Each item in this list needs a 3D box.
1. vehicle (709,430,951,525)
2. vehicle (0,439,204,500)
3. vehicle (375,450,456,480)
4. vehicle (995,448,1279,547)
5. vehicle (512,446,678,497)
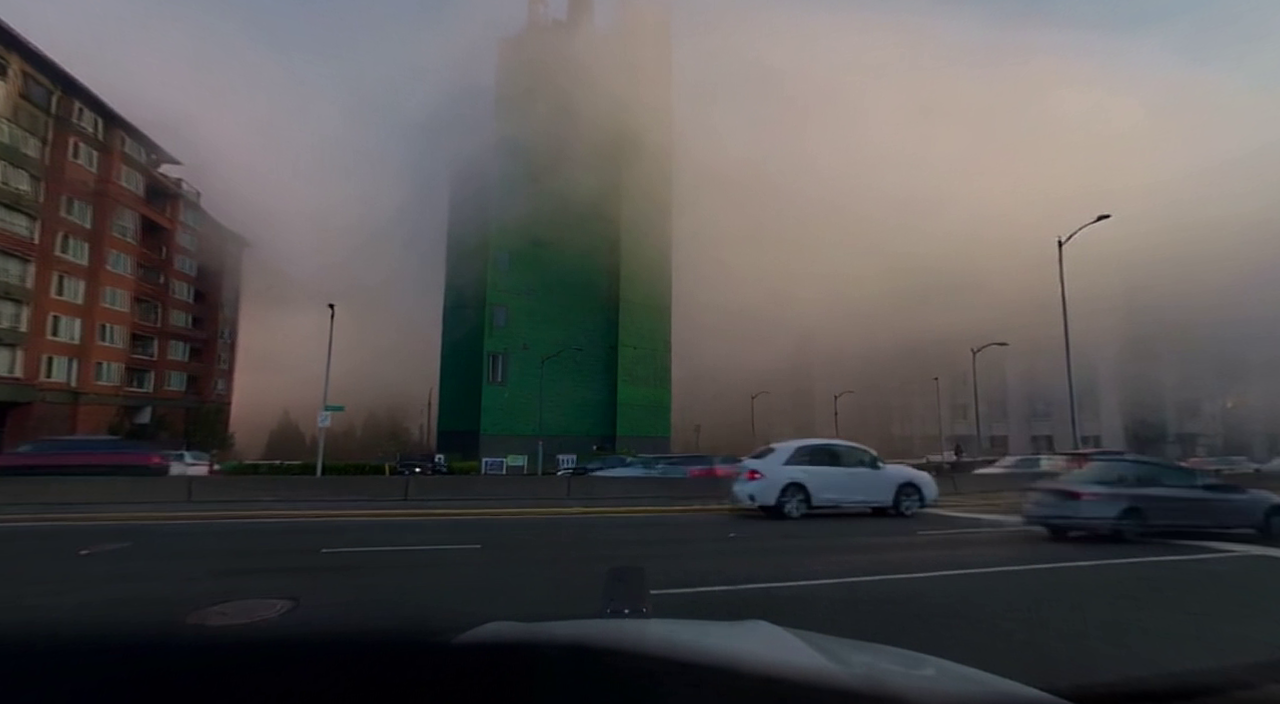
[{"bbox_3d":[3.812,2.520,12.993,4.284,1.692,2.031,3,-9,-15],"label":"vehicle"},{"bbox_3d":[-15.027,3.067,16.659,5.371,1.488,1.763,2,-9,-14],"label":"vehicle"},{"bbox_3d":[-15.463,7.788,43.532,4.920,1.956,1.865,-1,-9,8],"label":"vehicle"},{"bbox_3d":[8.956,2.405,10.934,4.710,1.444,2.041,3,-9,-15],"label":"vehicle"},{"bbox_3d":[-1.440,3.715,19.890,4.921,1.453,1.894,3,-9,-15],"label":"vehicle"}]
